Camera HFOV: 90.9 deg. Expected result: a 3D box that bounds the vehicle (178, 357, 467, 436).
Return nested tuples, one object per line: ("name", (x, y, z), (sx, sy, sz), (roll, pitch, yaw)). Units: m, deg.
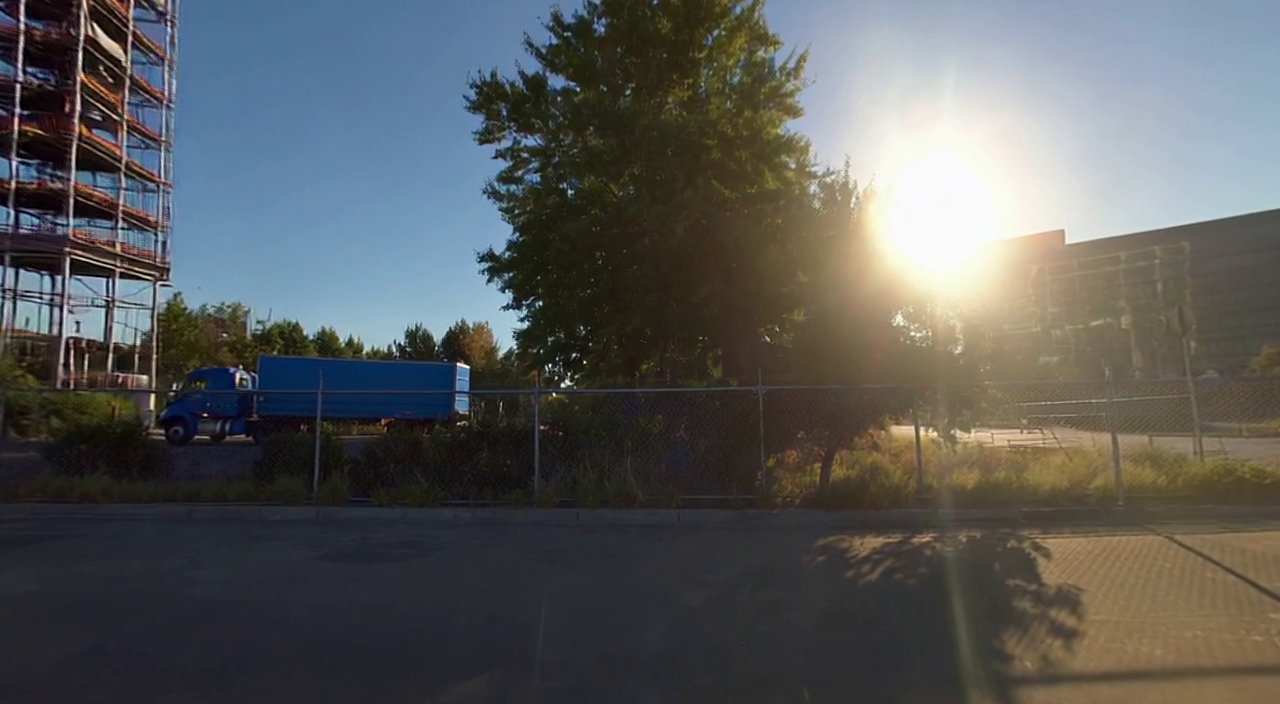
("vehicle", (-17.166, 2.615, 35.226), (14.067, 4.099, 2.832), (1, -9, -7))
